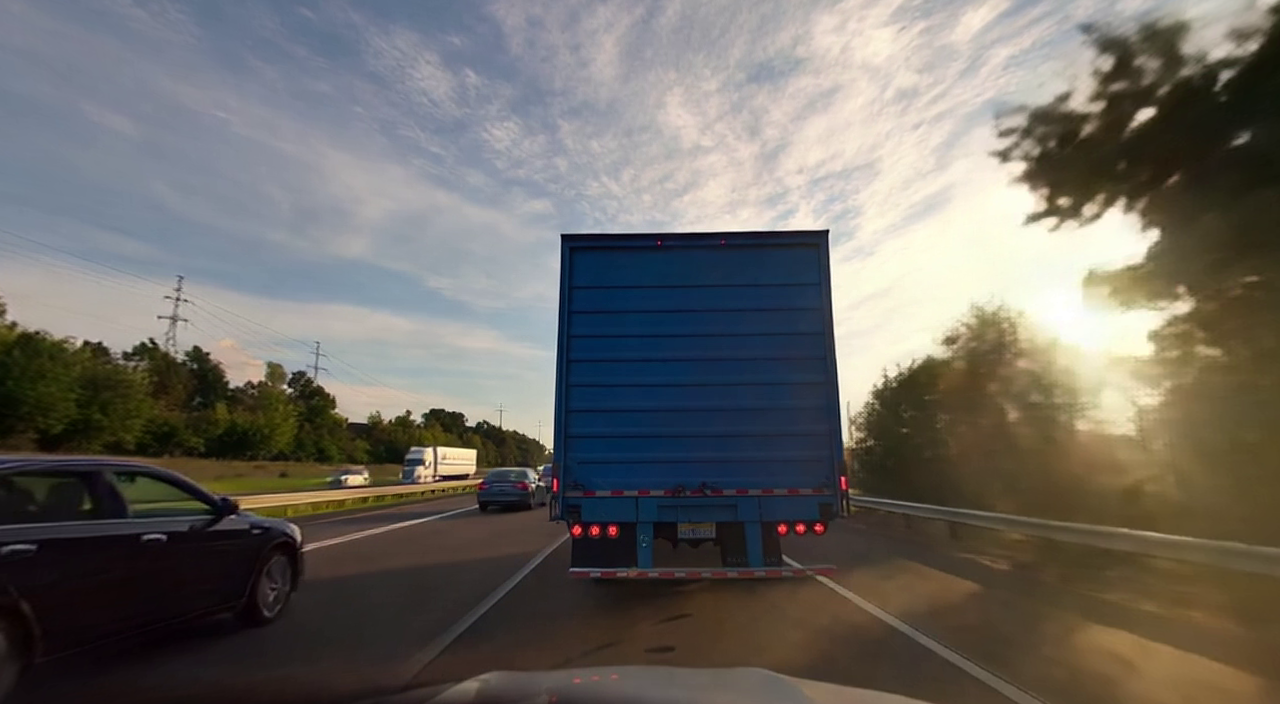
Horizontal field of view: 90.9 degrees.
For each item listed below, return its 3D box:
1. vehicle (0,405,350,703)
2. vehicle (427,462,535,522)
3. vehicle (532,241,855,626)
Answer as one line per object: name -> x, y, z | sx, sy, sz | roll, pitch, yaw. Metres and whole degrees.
vehicle -> -3.923, 1.185, 3.702 | 1.983, 1.575, 4.973 | 0, -11, 1
vehicle -> -4.443, 3.995, 18.363 | 1.891, 1.469, 4.431 | 0, -11, 1
vehicle -> 0.629, 1.443, 10.138 | 2.831, 3.529, 8.689 | 0, -11, 2
